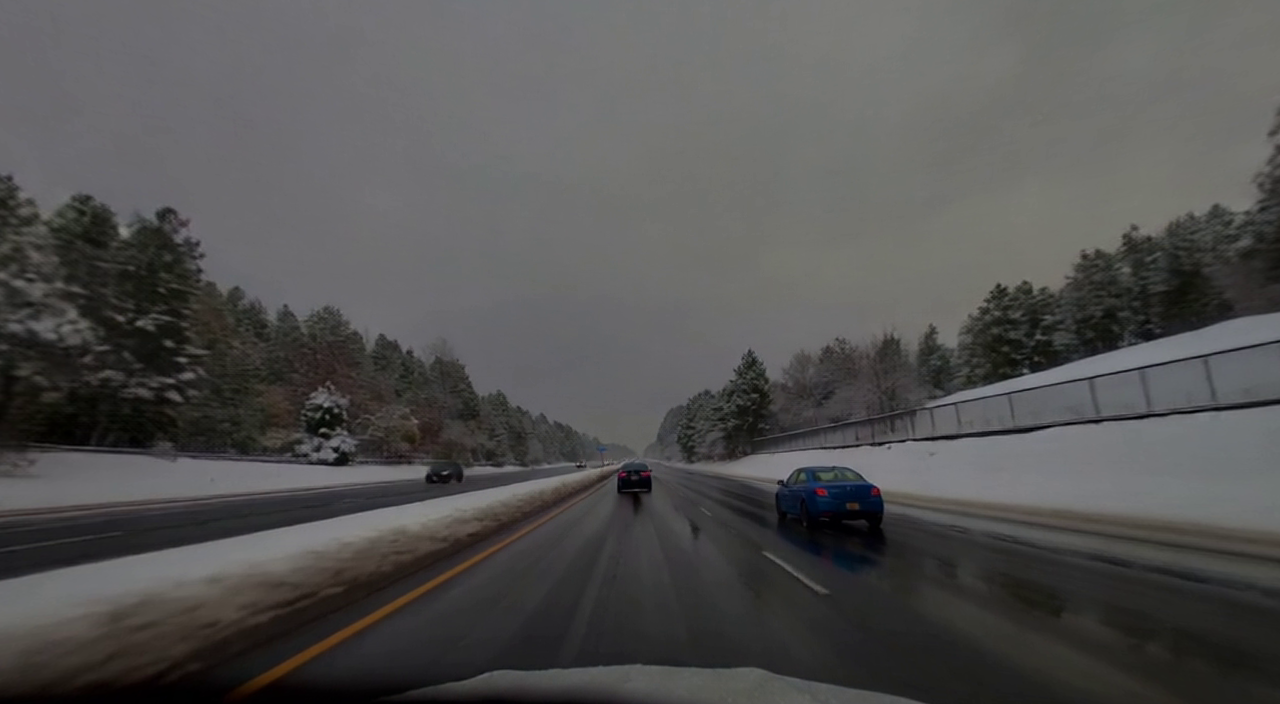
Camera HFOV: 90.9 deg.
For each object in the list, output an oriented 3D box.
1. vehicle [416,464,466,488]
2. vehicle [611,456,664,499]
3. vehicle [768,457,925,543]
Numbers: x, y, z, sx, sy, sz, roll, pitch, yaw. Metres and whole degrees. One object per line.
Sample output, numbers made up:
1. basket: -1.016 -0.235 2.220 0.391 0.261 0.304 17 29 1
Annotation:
1. vehicle: -12.967 8.123 41.329 1.966 1.486 3.941 1 -11 0
2. vehicle: -0.092 5.189 26.210 2.037 1.605 3.833 1 -11 0
3. vehicle: 4.167 3.066 13.493 1.938 1.494 4.032 1 -11 -1
